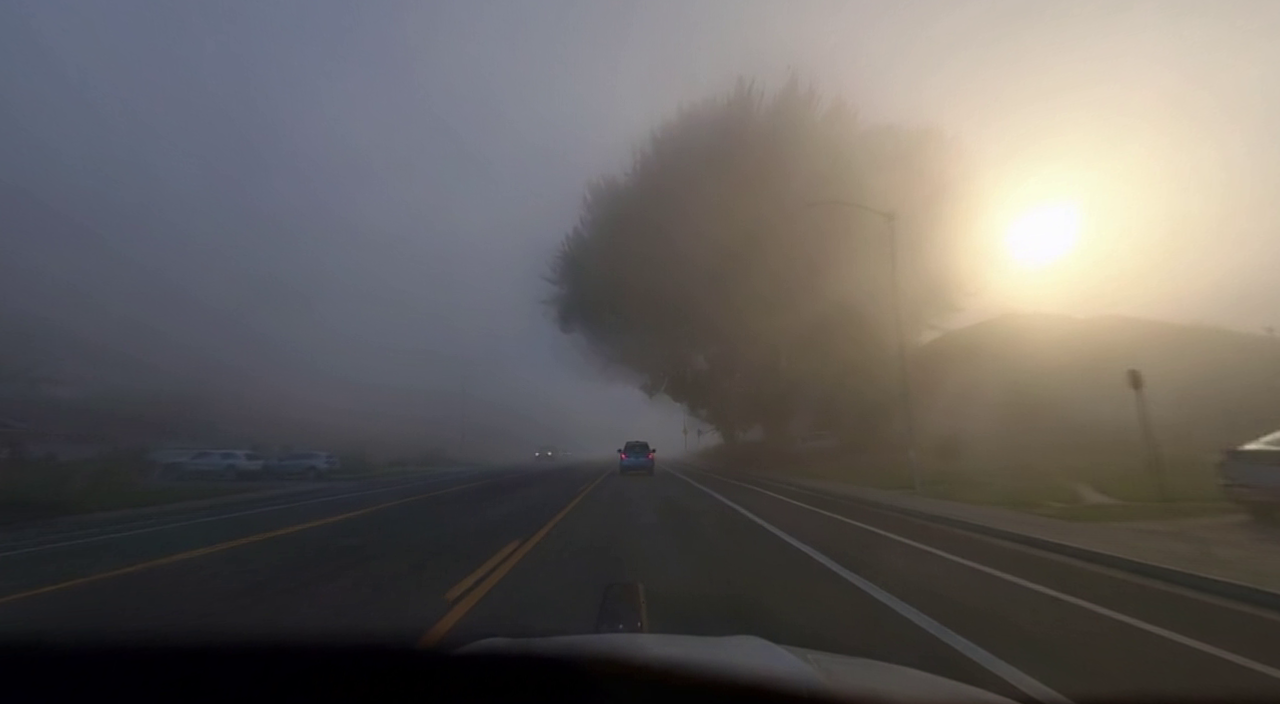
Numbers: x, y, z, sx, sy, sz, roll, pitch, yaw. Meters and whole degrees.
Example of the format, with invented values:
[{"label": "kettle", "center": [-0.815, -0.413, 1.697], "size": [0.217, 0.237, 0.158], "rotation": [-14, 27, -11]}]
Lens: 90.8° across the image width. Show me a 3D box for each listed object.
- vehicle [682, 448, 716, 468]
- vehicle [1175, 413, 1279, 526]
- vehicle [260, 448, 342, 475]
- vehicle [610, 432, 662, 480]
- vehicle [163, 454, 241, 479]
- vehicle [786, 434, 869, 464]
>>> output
[{"label": "vehicle", "center": [4.584, 8.262, 49.635], "size": [1.963, 1.469, 4.709], "rotation": [0, -8, -2]}, {"label": "vehicle", "center": [11.253, 1.739, 9.572], "size": [4.377, 1.588, 2.063], "rotation": [0, -8, 0]}, {"label": "vehicle", "center": [-21.122, 6.819, 39.503], "size": [4.020, 1.635, 1.875], "rotation": [0, -8, 2]}, {"label": "vehicle", "center": [-0.192, 4.646, 28.507], "size": [2.153, 1.942, 4.767], "rotation": [0, -8, -1]}, {"label": "vehicle", "center": [-26.918, 7.042, 38.920], "size": [3.522, 1.372, 1.652], "rotation": [0, -9, -4]}, {"label": "vehicle", "center": [12.528, 6.513, 42.448], "size": [4.870, 1.926, 2.094], "rotation": [0, -8, -1]}]
